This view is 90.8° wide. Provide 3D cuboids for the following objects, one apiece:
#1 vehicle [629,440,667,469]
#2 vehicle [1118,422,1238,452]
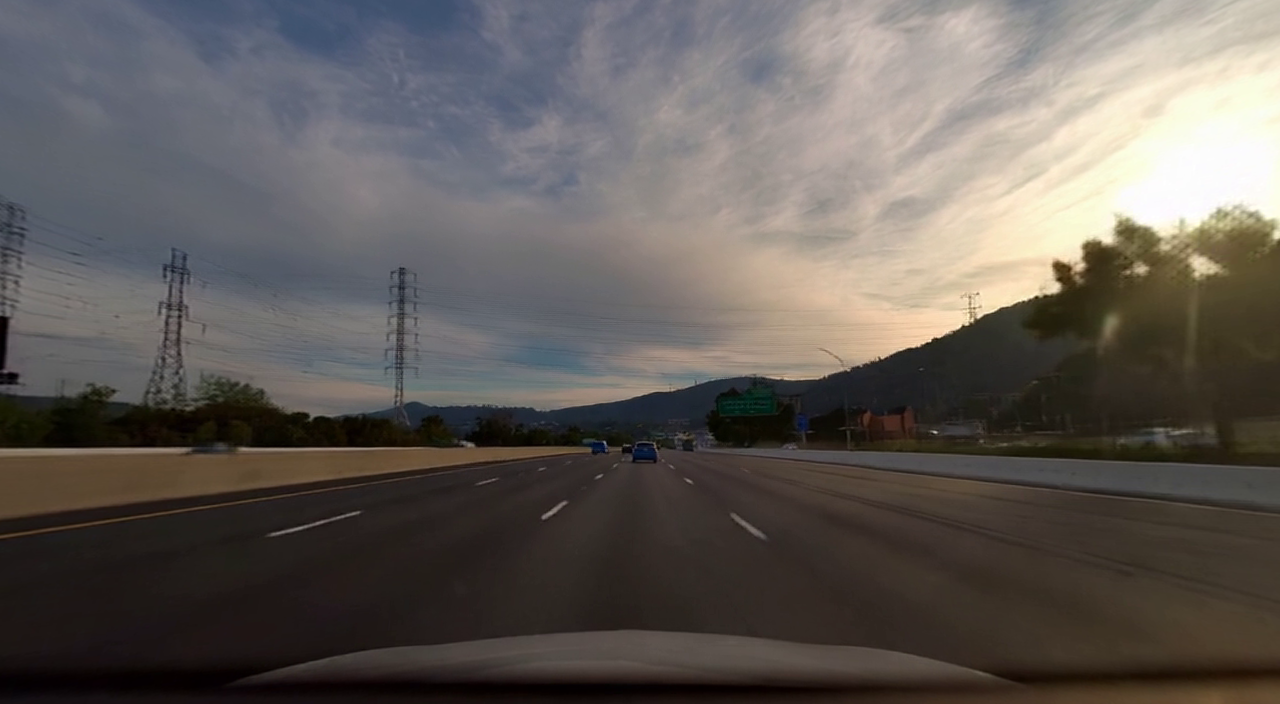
[{"bbox_3d":[0.451,5.895,36.520,2.074,1.574,3.971,0,-8,1],"label":"vehicle"},{"bbox_3d":[28.660,4.588,33.902,2.072,1.495,4.732,0,-8,-3],"label":"vehicle"}]
